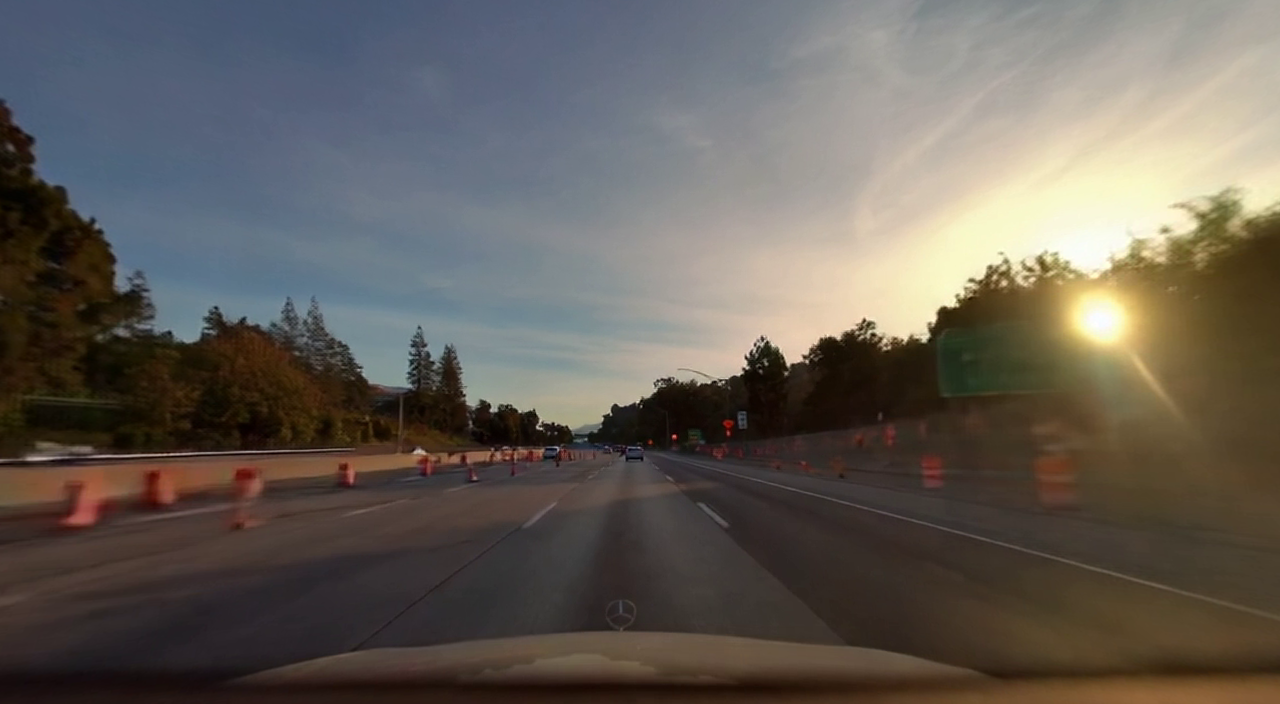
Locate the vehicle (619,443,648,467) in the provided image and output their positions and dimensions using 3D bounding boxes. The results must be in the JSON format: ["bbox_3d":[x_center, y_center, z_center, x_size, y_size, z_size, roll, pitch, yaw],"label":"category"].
[{"bbox_3d":[-0.485,7.615,46.885,2.109,1.638,3.856,0,-9,-1],"label":"vehicle"}]

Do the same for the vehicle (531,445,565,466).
[{"bbox_3d":[-6.996,7.929,48.463,1.997,1.507,4.248,0,-9,0],"label":"vehicle"}]
